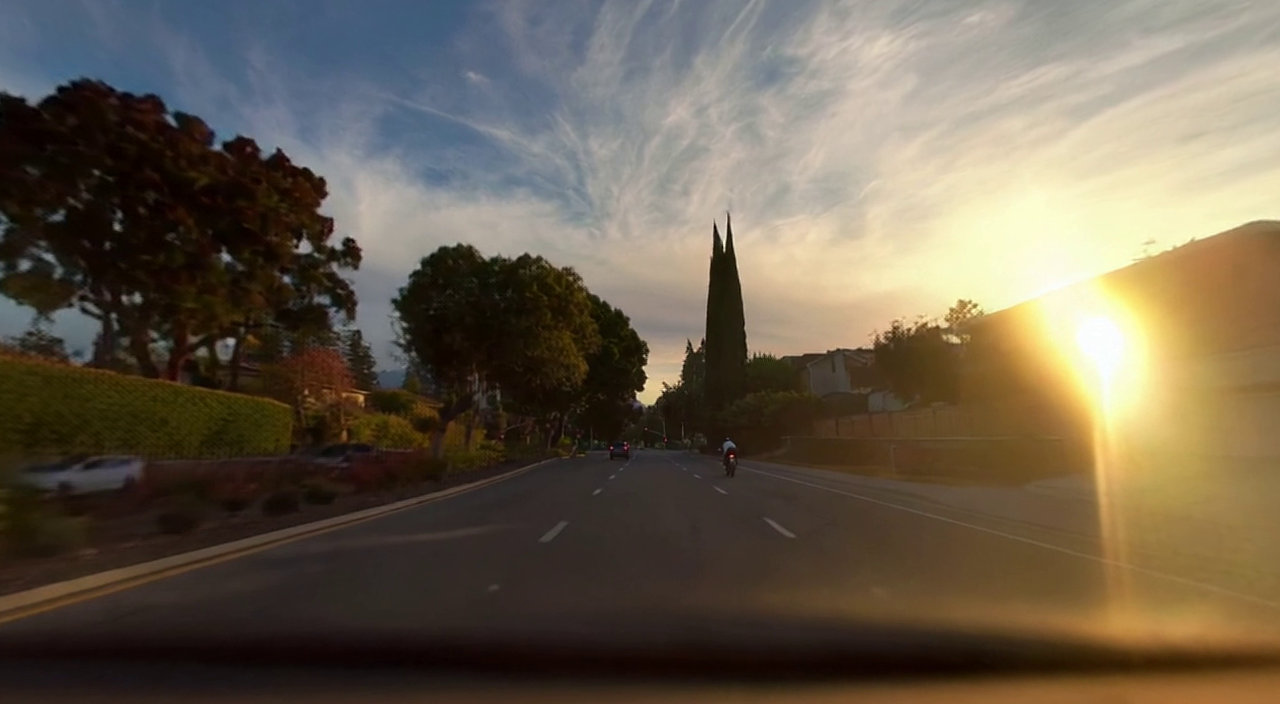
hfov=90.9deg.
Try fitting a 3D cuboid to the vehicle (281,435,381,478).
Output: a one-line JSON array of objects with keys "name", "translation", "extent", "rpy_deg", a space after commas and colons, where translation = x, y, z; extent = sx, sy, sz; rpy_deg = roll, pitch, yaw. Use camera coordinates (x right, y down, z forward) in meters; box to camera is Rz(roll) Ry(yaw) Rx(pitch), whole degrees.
[{"name": "vehicle", "translation": [-13.479, 4.588, 27.884], "extent": [2.103, 1.699, 4.474], "rpy_deg": [0, -8, 1]}]

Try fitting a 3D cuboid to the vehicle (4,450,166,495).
[{"name": "vehicle", "translation": [-21.109, 4.573, 24.323], "extent": [1.888, 1.487, 4.721], "rpy_deg": [0, -8, 1]}]
